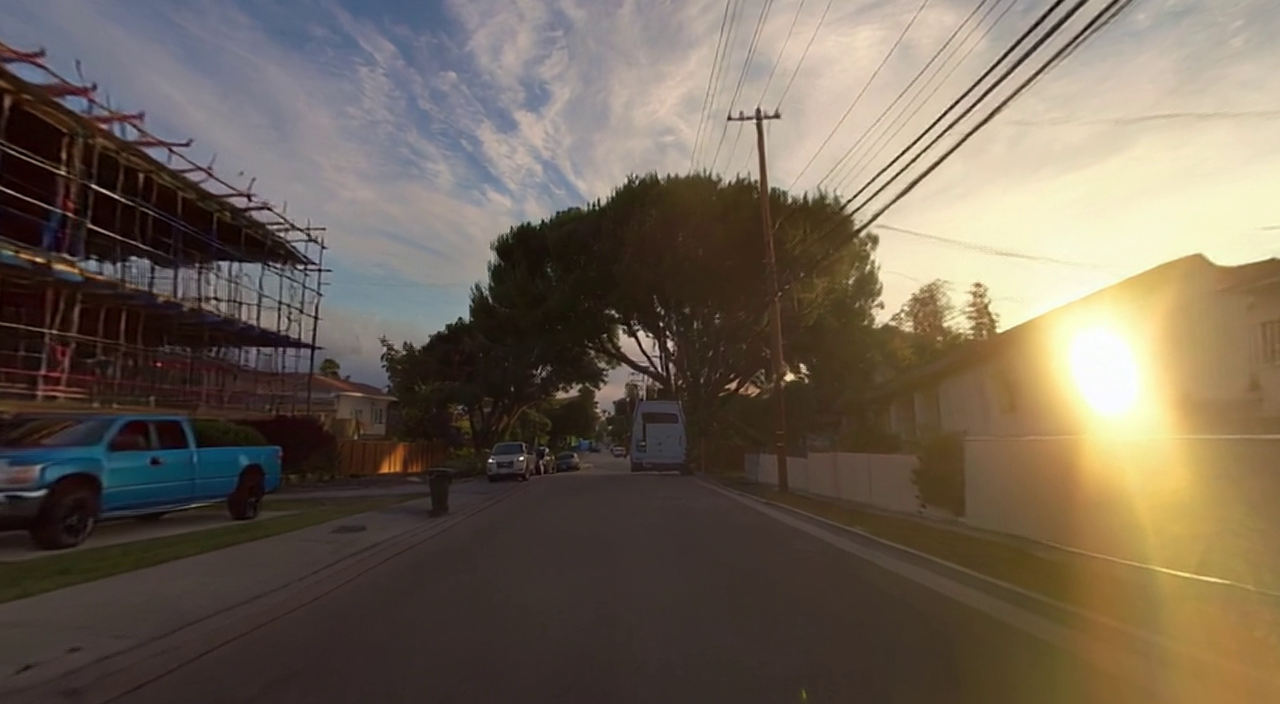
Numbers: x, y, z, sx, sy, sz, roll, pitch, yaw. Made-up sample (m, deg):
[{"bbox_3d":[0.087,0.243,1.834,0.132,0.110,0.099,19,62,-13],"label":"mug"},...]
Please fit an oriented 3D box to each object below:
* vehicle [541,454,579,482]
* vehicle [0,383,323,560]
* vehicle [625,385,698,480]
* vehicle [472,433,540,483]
[{"bbox_3d":[-5.861,8.509,46.513,2.257,1.916,5.089,0,-9,-2],"label":"vehicle"},{"bbox_3d":[-7.706,1.742,9.729,2.238,1.895,5.648,-1,-9,6],"label":"vehicle"},{"bbox_3d":[0.861,4.160,30.613,2.915,3.793,9.963,1,-10,0],"label":"vehicle"},{"bbox_3d":[-6.232,4.915,29.806,2.171,1.910,4.789,-1,-5,0],"label":"vehicle"}]
